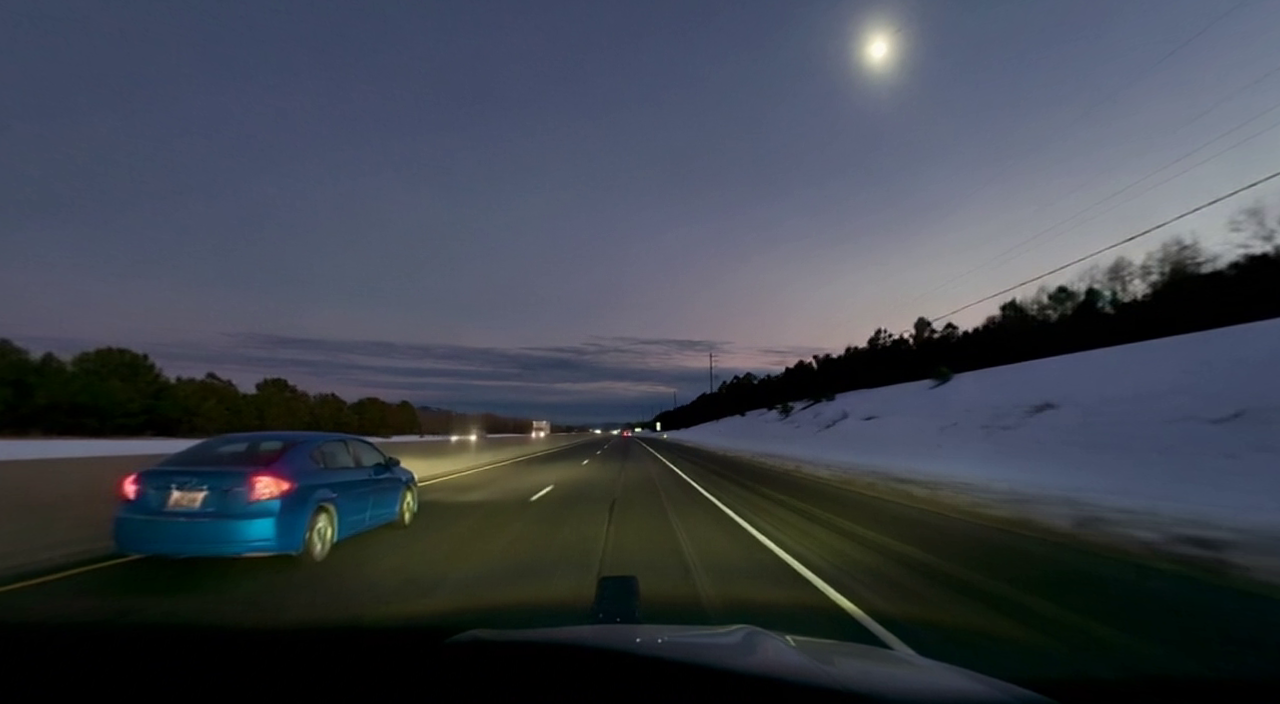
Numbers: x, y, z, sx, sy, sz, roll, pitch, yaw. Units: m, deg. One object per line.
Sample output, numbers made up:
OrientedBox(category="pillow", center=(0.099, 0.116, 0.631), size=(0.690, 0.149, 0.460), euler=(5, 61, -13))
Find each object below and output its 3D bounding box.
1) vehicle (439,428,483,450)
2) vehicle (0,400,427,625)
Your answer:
OrientedBox(category="vehicle", center=(-12.807, 6.269, 45.258), size=(1.904, 1.494, 4.227), euler=(0, -8, 0))
OrientedBox(category="vehicle", center=(-3.841, 1.372, 6.366), size=(1.999, 1.536, 3.969), euler=(0, -8, 0))
